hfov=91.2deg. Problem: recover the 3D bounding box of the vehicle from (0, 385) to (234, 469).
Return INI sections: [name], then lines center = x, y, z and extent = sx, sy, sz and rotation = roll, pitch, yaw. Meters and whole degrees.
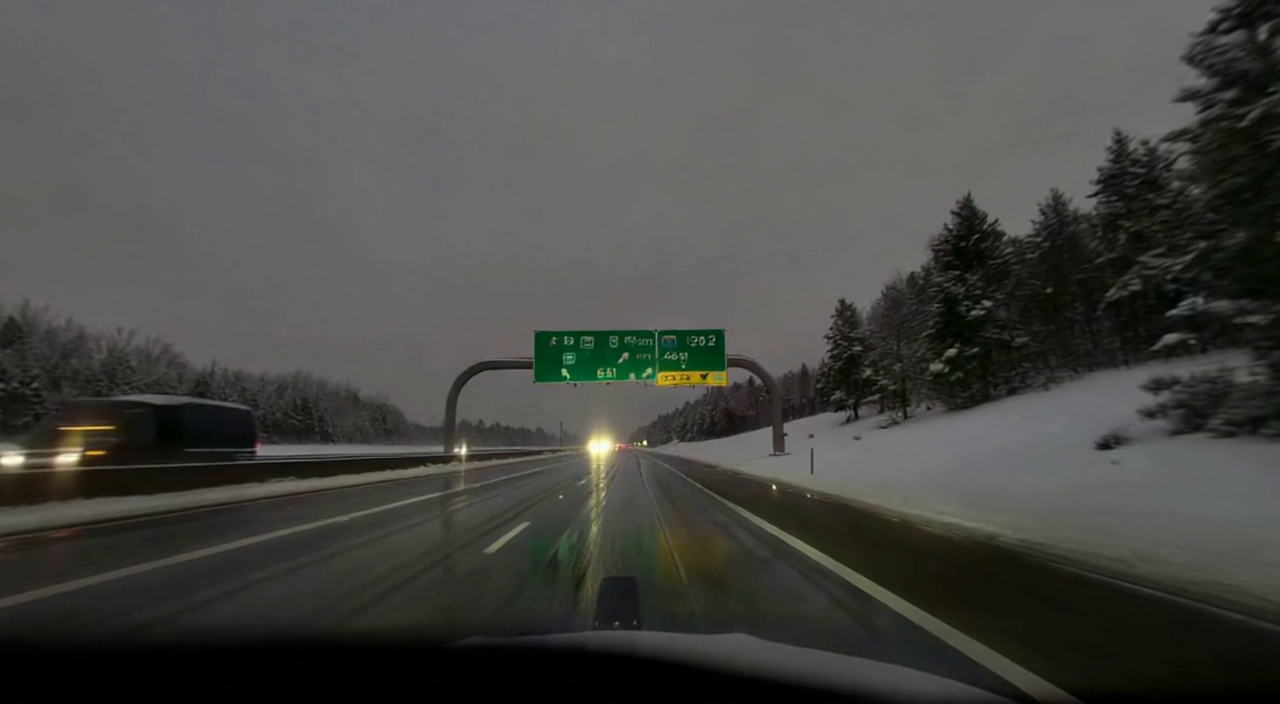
[vehicle]
center = -21.089, 3.210, 25.740
extent = 3.509, 2.913, 7.863
rotation = 0, -9, 0
